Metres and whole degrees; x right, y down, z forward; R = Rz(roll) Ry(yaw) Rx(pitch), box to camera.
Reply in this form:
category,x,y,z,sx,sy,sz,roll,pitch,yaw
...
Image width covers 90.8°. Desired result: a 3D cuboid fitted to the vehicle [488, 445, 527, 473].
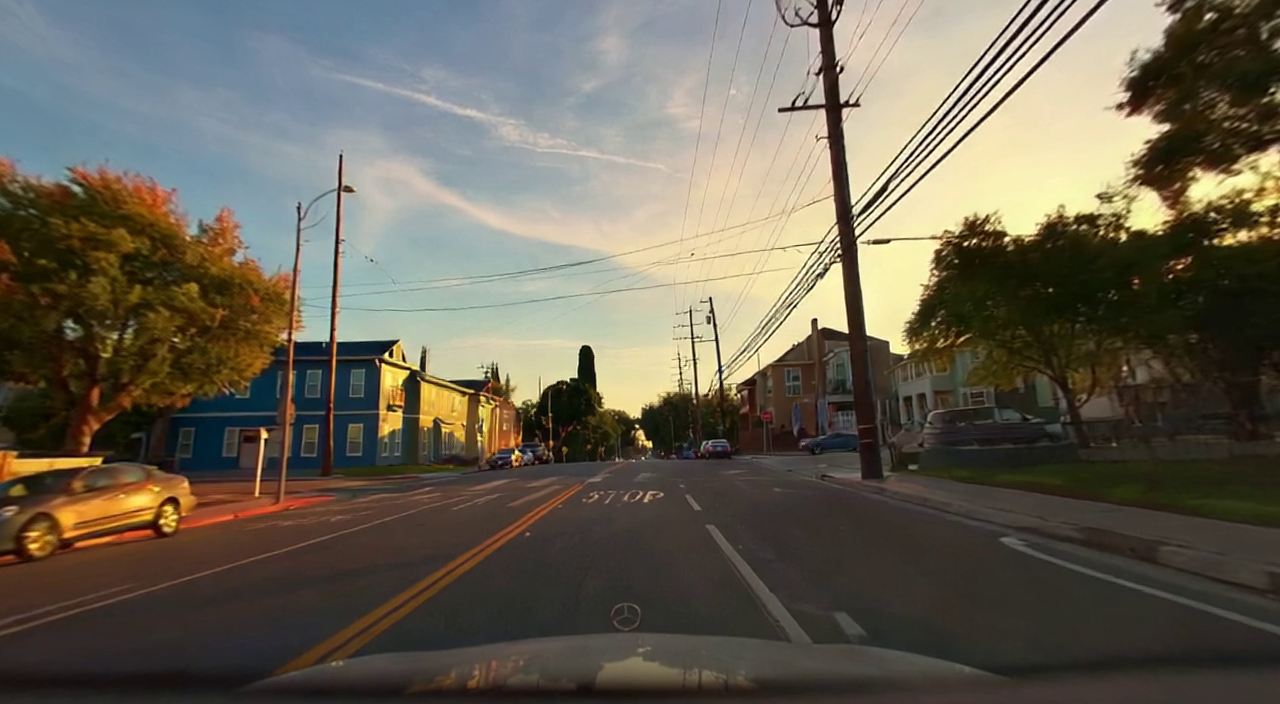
category,x,y,z,sx,sy,sz,roll,pitch,yaw
vehicle,-9.385,7.572,45.053,1.900,1.683,4.486,-5,-8,-4

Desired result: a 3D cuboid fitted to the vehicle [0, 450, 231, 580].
category,x,y,z,sx,sy,sz,roll,pitch,yaw
vehicle,-8.912,2.421,9.904,1.984,1.465,4.622,-5,-7,0

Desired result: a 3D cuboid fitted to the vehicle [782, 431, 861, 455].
category,x,y,z,sx,sy,sz,roll,pitch,yaw
vehicle,11.471,5.758,40.064,4.336,1.424,1.954,1,-9,-9

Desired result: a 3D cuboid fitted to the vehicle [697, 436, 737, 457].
category,x,y,z,sx,sy,sz,roll,pitch,yaw
vehicle,5.664,7.017,46.955,2.059,1.502,4.824,0,-8,-4
